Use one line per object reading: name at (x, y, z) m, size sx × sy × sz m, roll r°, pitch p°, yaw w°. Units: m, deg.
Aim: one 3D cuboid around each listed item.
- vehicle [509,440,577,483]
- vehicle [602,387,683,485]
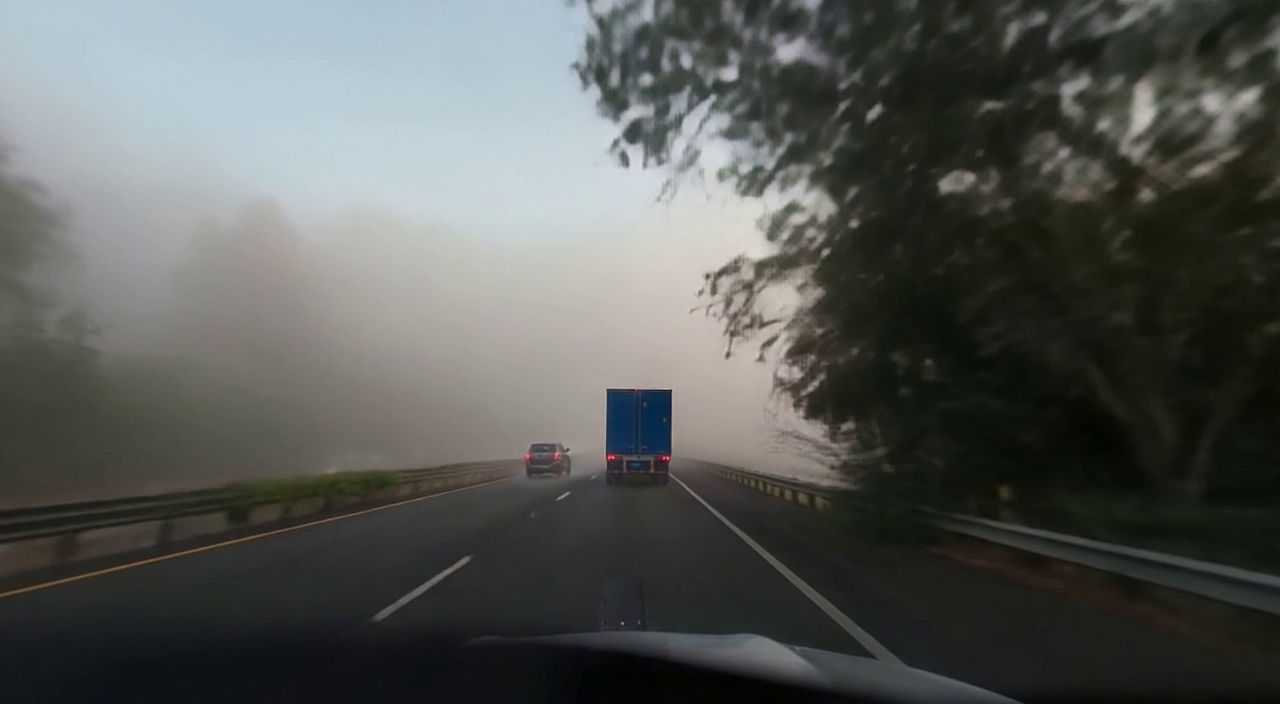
vehicle at (-3.965, 4.571, 26.562) m, size 2.160 × 1.661 × 4.388 m, roll 0°, pitch -9°, yaw 0°
vehicle at (-0.010, 3.696, 27.183) m, size 2.913 × 3.530 × 8.648 m, roll 0°, pitch -9°, yaw -1°
